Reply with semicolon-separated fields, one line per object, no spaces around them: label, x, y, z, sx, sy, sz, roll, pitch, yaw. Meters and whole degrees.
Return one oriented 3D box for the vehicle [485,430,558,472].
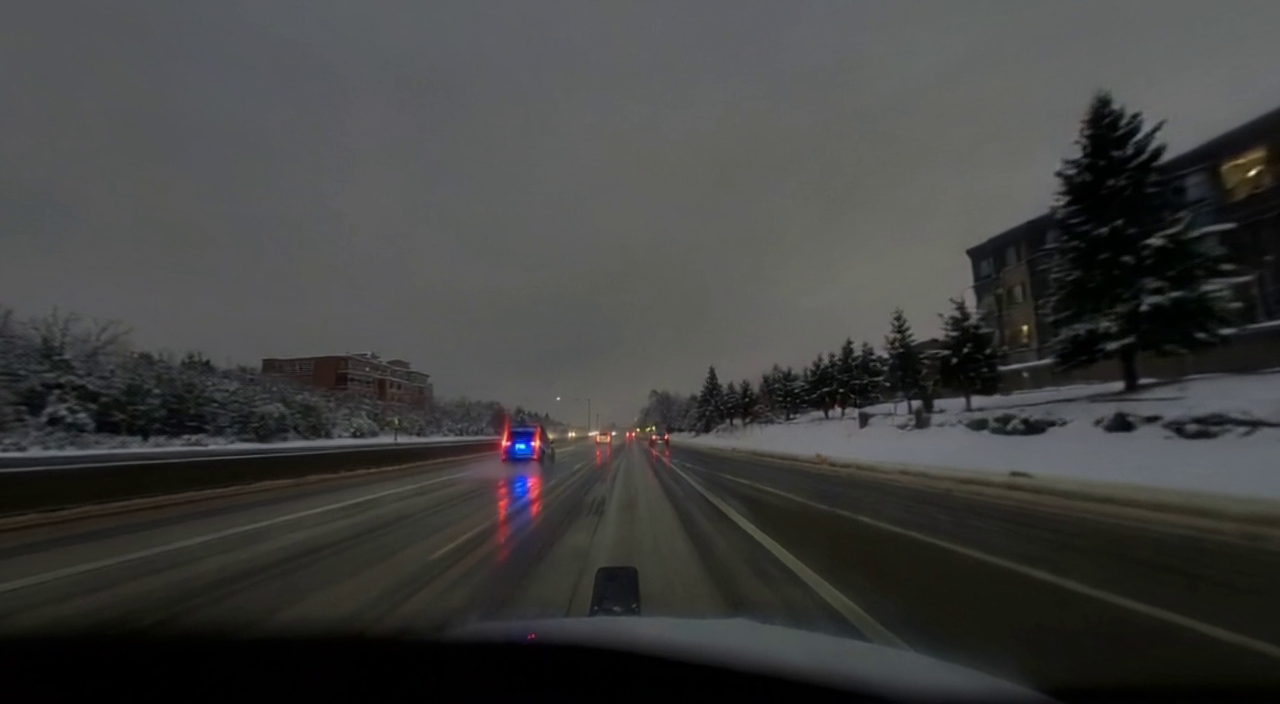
vehicle;-4.516;3.841;24.674;1.996;1.490;4.571;0;-8;0
